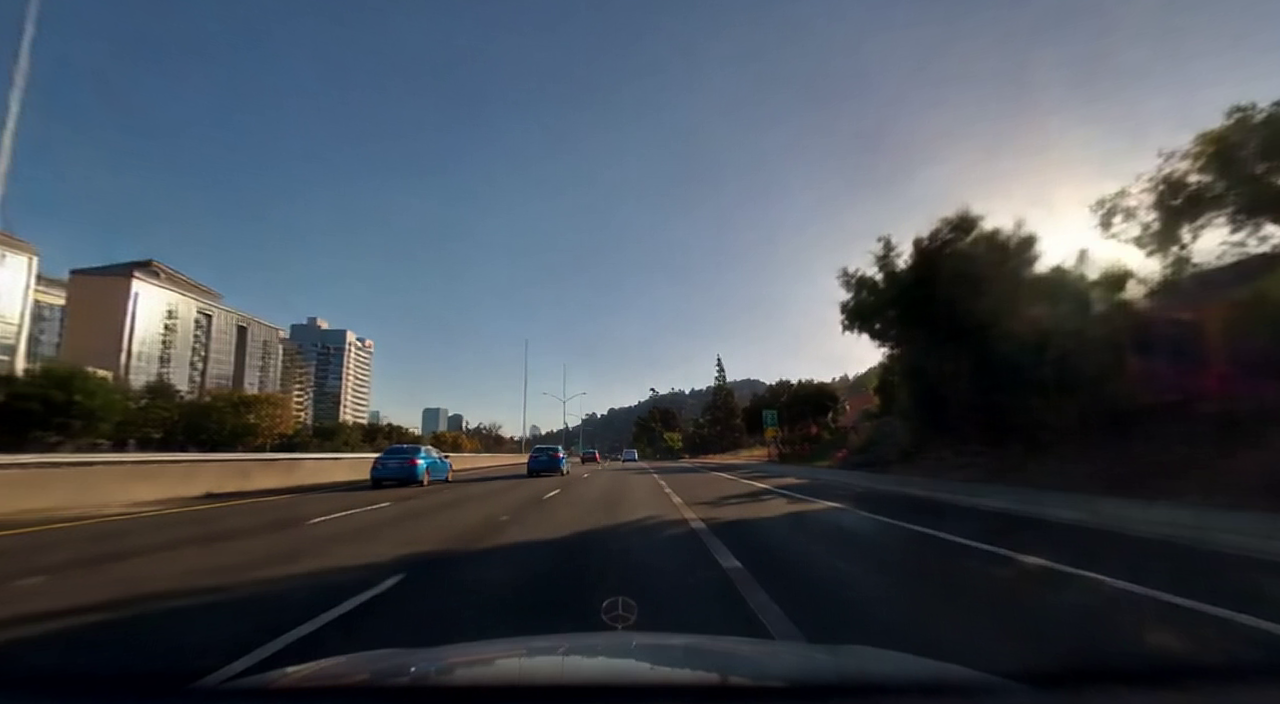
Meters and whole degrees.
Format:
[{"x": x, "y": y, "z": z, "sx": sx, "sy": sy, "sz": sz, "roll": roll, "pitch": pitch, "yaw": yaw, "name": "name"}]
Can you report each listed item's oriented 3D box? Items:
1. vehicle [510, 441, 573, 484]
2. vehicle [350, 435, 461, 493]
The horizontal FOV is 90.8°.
[{"x": -4.215, "y": 4.826, "z": 27.820, "sx": 2.075, "sy": 1.702, "sz": 4.257, "roll": 0, "pitch": -9, "yaw": 0, "name": "vehicle"}, {"x": -8.143, "y": 3.931, "z": 22.515, "sx": 2.040, "sy": 1.824, "sz": 4.917, "roll": 0, "pitch": -9, "yaw": 0, "name": "vehicle"}]
